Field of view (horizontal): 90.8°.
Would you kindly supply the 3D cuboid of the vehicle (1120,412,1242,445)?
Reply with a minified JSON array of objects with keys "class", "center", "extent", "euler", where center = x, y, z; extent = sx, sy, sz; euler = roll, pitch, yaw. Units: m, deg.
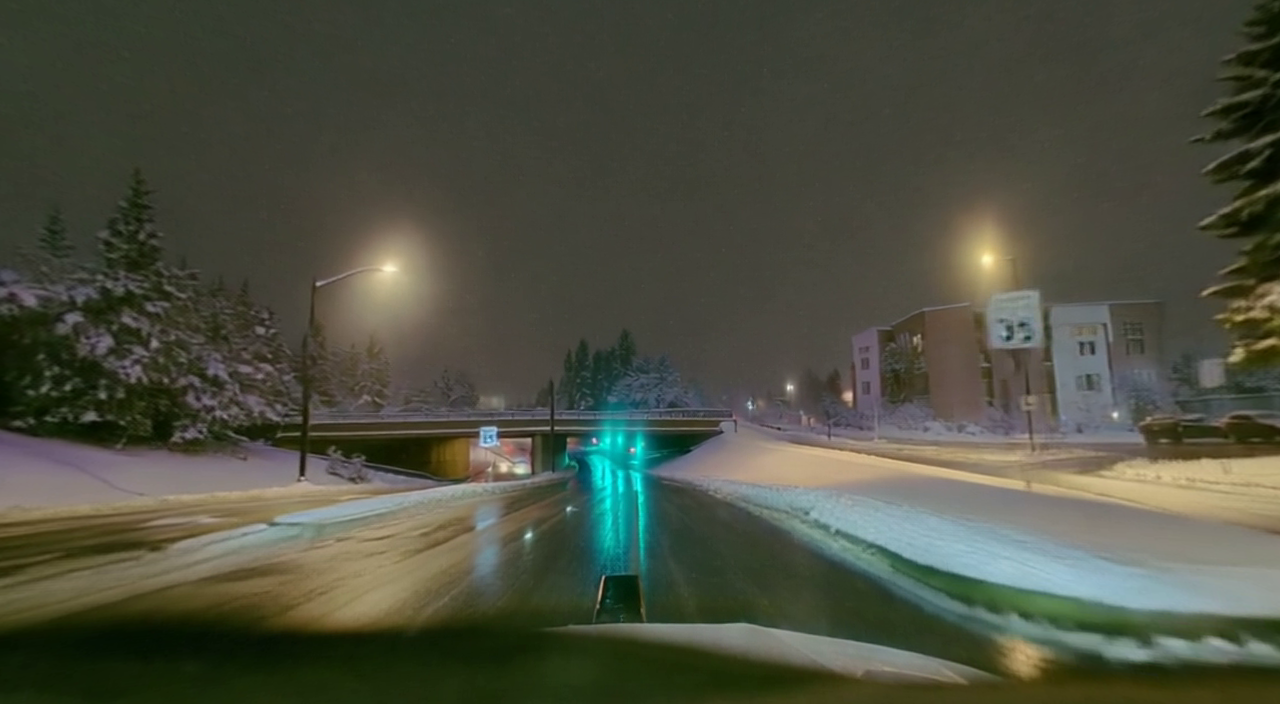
[{"class":"vehicle","center":[25.311,3.635,29.790],"extent":[1.931,1.465,4.207],"euler":[0,-8,-3]}]
